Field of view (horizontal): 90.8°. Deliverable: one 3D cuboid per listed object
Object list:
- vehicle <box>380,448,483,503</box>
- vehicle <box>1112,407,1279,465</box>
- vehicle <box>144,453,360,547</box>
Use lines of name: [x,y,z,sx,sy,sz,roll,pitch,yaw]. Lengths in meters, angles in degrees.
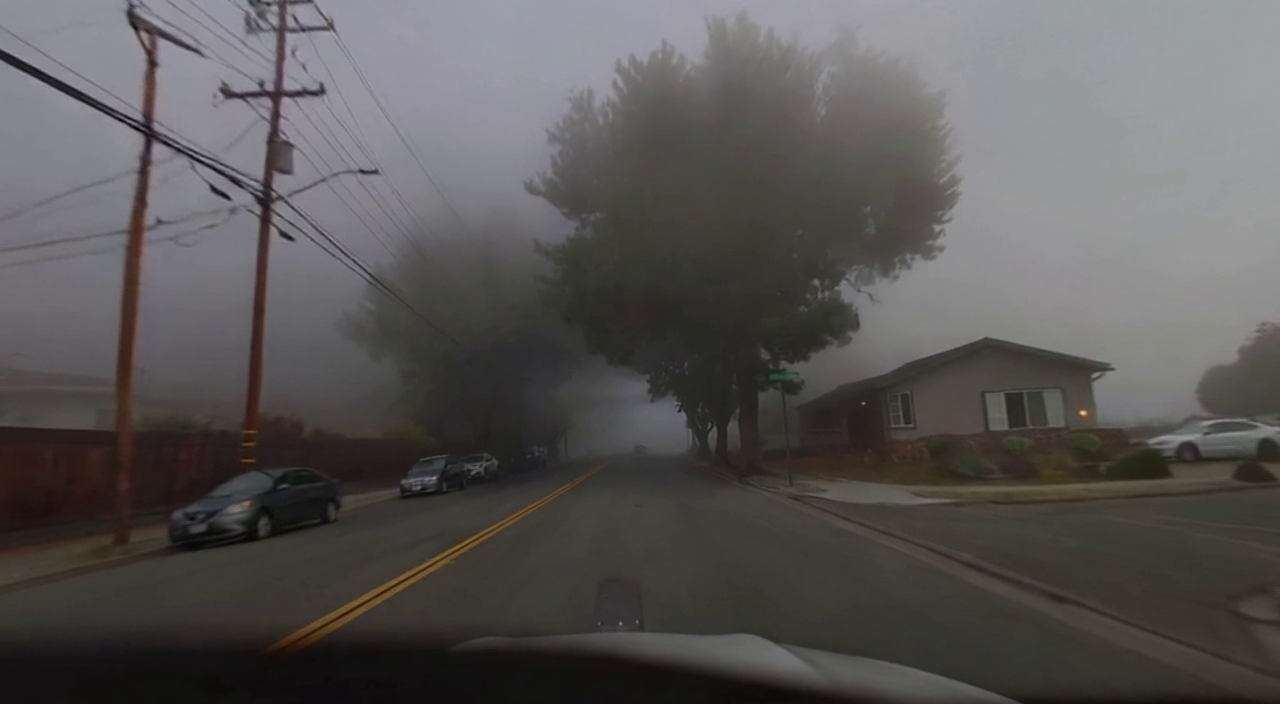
vehicle: [-7.364,4.349,22.832,1.839,1.494,4.757,-8,-9,2]
vehicle: [17.369,2.544,19.308,1.883,1.498,5.152,-2,-7,0]
vehicle: [-7.512,2.850,12.787,1.949,1.512,3.818,0,-8,-1]
